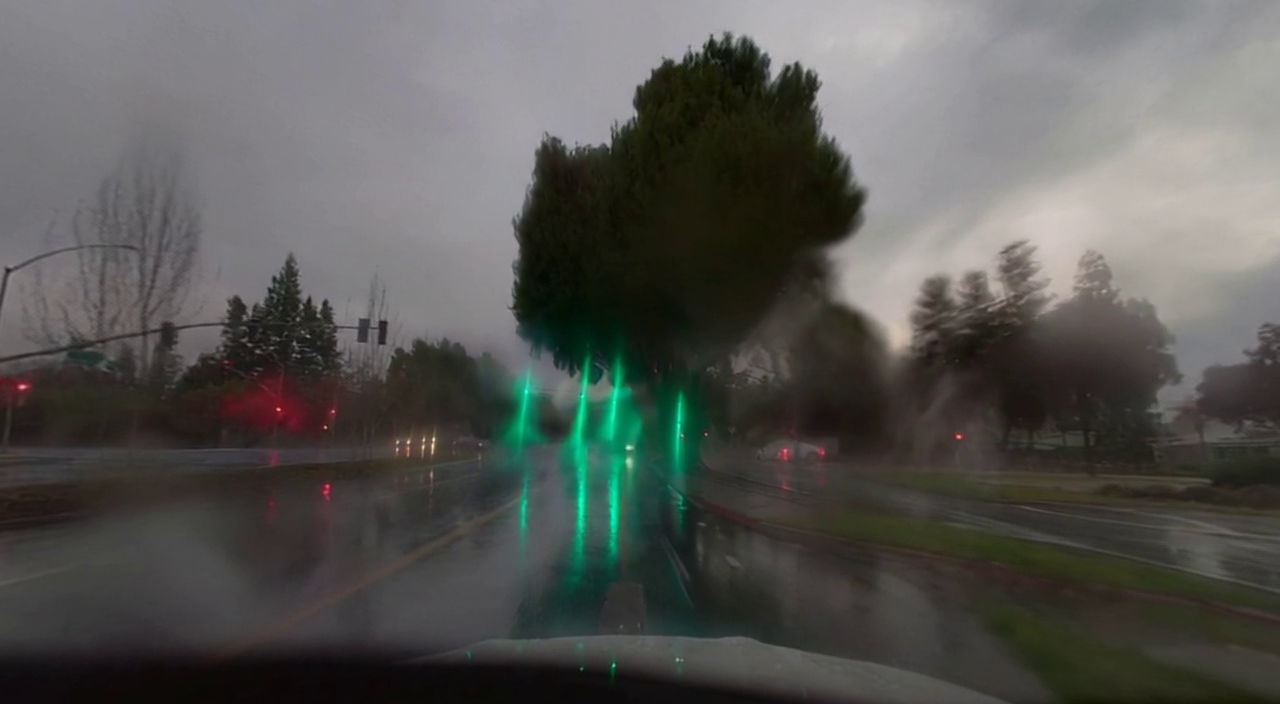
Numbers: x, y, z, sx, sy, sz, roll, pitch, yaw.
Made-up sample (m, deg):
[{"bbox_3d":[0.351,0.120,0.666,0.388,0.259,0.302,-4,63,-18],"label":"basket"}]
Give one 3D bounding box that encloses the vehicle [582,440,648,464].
[{"bbox_3d":[-1.845,7.287,46.264,4.605,1.665,1.888,2,-9,-13],"label":"vehicle"}]
